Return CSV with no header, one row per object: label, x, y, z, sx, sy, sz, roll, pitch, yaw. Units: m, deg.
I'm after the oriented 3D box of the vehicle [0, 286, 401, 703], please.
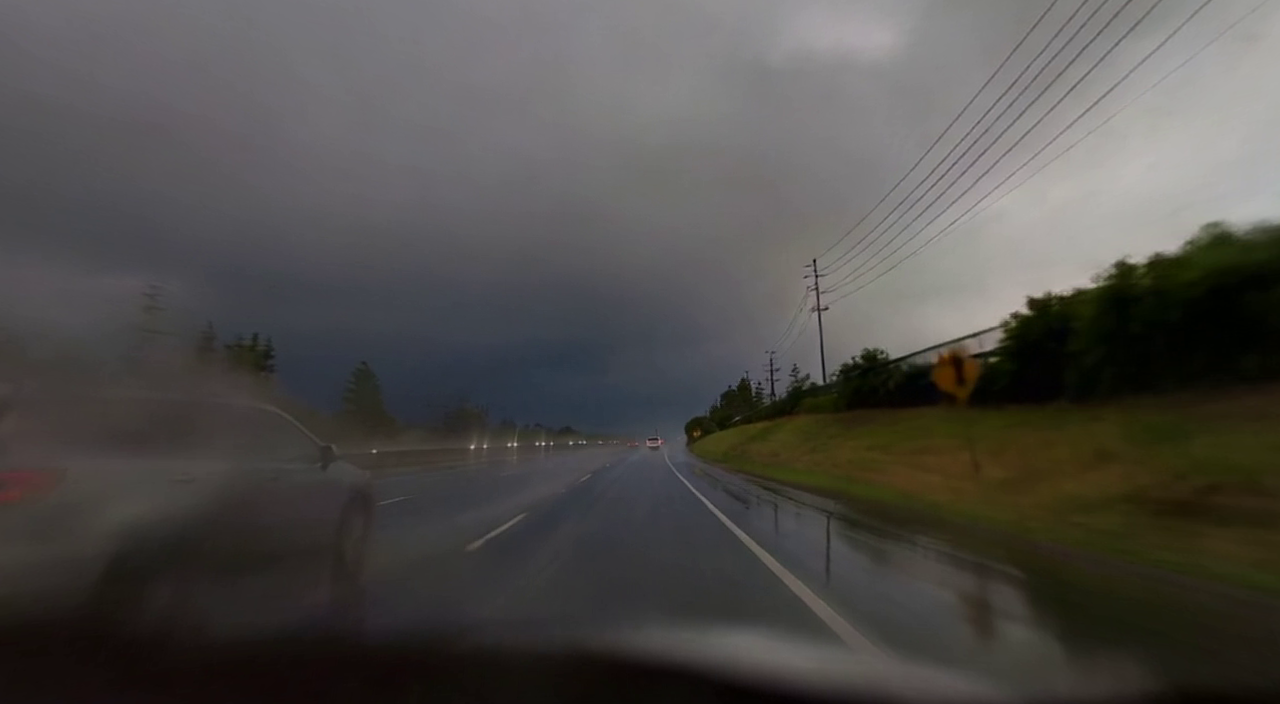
vehicle,-3.693,0.953,4.170,2.136,1.975,5.037,0,-8,1
